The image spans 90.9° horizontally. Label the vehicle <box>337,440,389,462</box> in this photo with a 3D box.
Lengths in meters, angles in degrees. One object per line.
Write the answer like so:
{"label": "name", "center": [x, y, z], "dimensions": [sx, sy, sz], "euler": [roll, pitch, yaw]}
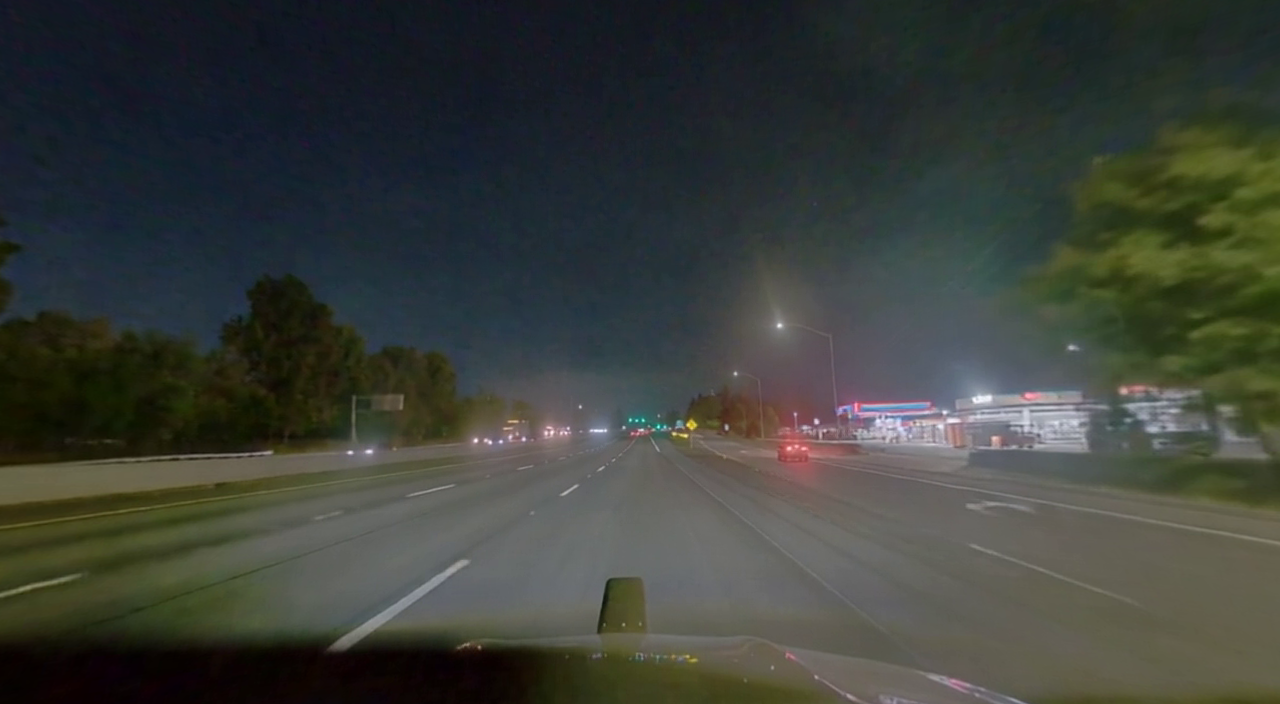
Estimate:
{"label": "vehicle", "center": [-19.705, 7.025, 45.007], "dimensions": [1.746, 1.452, 4.193], "euler": [0, -8, 0]}
